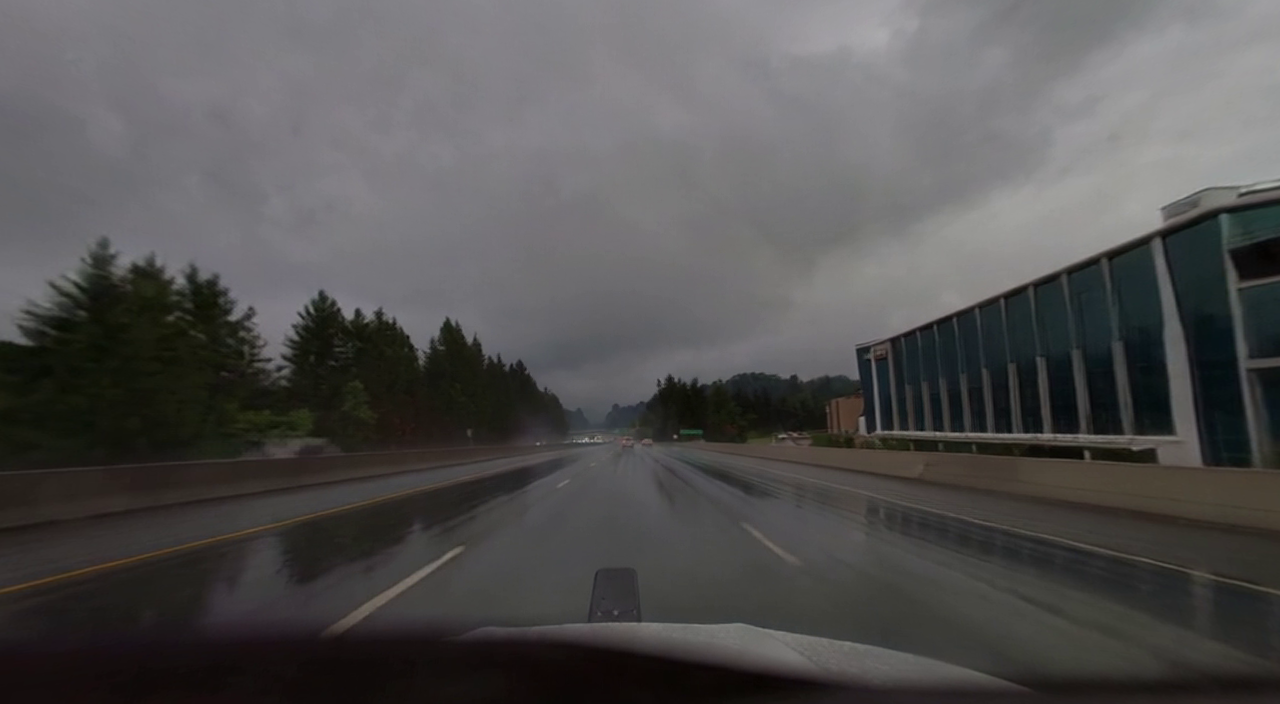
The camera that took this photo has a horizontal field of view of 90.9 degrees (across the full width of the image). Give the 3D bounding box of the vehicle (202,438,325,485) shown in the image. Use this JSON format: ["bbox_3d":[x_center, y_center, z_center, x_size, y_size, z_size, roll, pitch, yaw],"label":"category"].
[{"bbox_3d":[-13.124,3.810,22.314,1.835,1.477,4.190,0,-8,-1],"label":"vehicle"}]
